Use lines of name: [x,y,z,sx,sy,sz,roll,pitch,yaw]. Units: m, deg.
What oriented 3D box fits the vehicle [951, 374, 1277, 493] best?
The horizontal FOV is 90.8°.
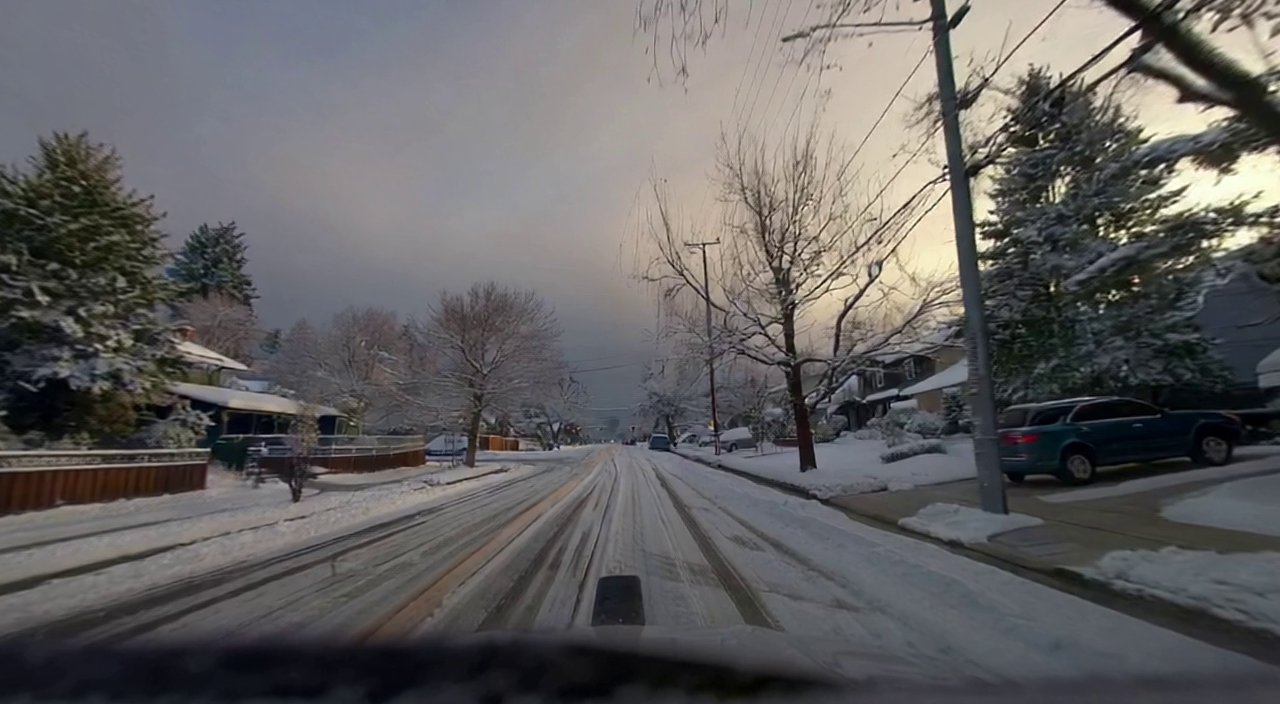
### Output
vehicle: [10.365,1.831,14.199,5.307,1.940,2.412,-5,-8,-4]
